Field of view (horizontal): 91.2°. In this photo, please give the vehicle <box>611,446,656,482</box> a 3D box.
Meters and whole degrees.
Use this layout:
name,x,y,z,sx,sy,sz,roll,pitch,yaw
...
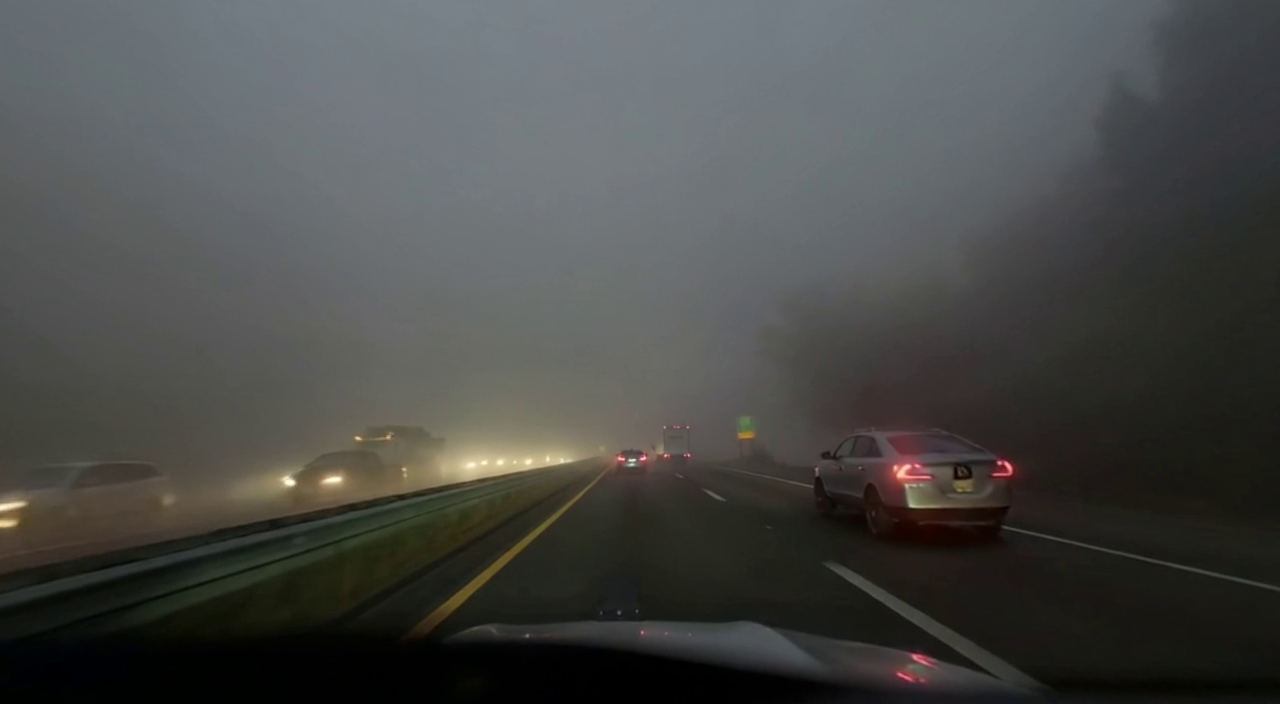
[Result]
name,x,y,z,sx,sy,sz,roll,pitch,yaw
vehicle,-0.325,5.200,29.420,1.971,1.518,4.108,0,-9,-1

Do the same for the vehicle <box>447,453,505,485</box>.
name,x,y,z,sx,sy,sz,roll,pitch,yaw
vehicle,-8.214,5.869,31.750,1.850,1.476,4.085,0,-9,-1

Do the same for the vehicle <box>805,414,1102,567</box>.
name,x,y,z,sx,sy,sz,roll,pitch,yaw
vehicle,4.083,1.877,9.216,2.077,1.673,4.267,0,-9,-1

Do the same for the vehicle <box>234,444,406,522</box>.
name,x,y,z,sx,sy,sz,roll,pitch,yaw
vehicle,-7.832,3.218,15.994,1.987,1.663,4.580,0,-9,0

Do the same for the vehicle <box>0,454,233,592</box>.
name,x,y,z,sx,sy,sz,roll,pitch,yaw
vehicle,-8.008,2.248,8.992,1.795,1.493,3.786,0,-9,-1
